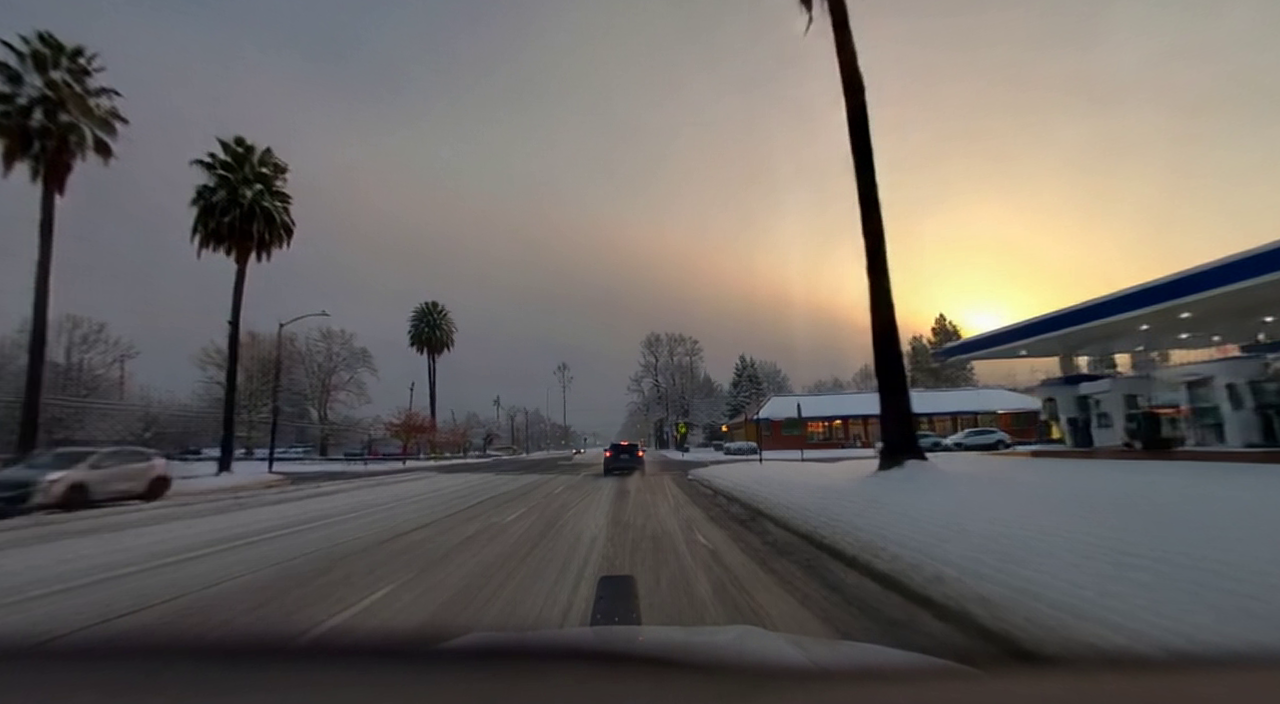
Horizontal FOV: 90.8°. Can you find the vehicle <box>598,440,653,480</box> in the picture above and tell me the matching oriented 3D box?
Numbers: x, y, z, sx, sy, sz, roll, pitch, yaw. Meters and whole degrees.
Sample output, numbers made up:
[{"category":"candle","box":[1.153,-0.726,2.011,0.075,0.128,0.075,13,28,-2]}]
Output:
[{"category":"vehicle","box":[-0.574,4.374,25.891,2.076,1.486,4.119,0,-8,-1]}]

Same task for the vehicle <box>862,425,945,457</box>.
[{"category":"vehicle","box":[18.470,6.267,44.447,4.747,2.178,2.336,0,-9,-3]}]

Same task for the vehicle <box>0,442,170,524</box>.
[{"category":"vehicle","box":[-14.416,3.115,15.694,2.026,1.722,4.463,0,-9,-1]}]

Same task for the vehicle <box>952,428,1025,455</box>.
[{"category":"vehicle","box":[24.606,6.310,44.627,4.025,1.827,1.852,0,-9,-3]}]
